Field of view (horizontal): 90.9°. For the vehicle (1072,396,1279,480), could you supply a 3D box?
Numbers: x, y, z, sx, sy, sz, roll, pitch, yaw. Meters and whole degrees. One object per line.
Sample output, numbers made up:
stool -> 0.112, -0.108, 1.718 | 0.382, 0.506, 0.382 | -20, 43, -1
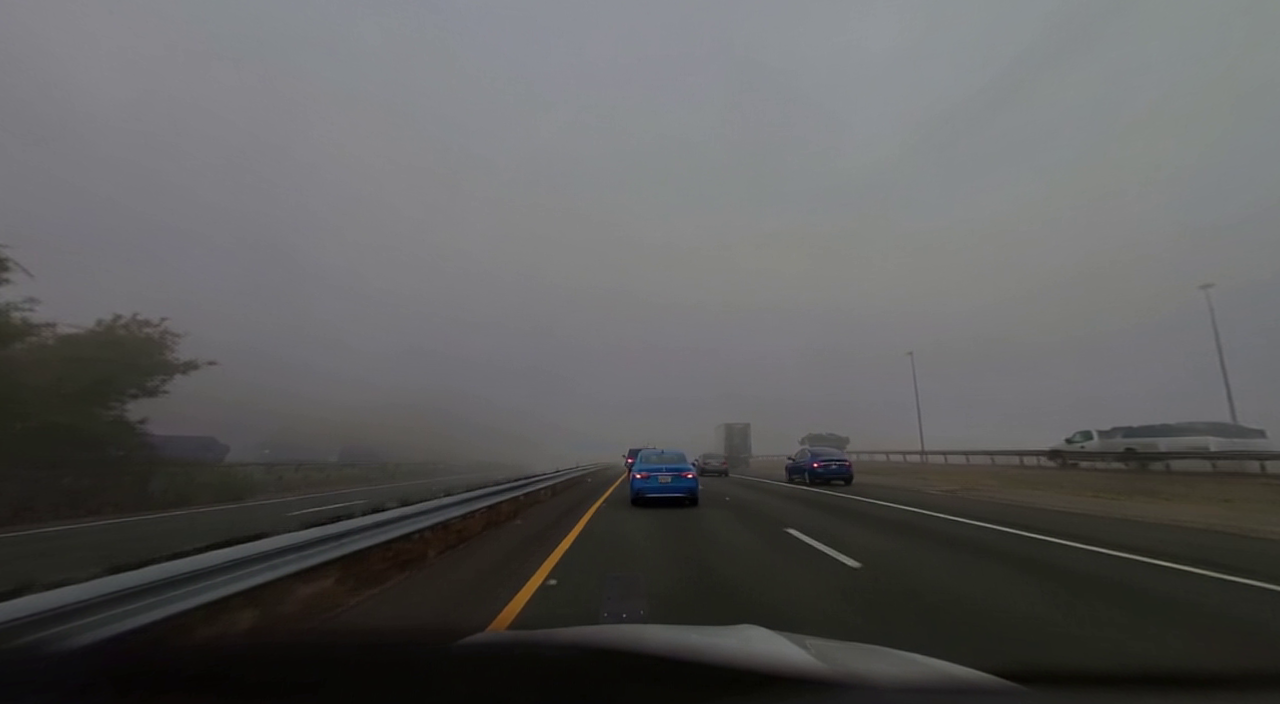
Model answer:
vehicle -> 31.741, 5.006, 35.917 | 2.822, 3.996, 14.073 | 1, -9, -7

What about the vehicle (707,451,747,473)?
vehicle -> 6.025, 7.633, 43.962 | 2.015, 1.454, 4.324 | 0, -9, -2

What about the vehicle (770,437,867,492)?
vehicle -> 6.508, 4.149, 23.577 | 2.177, 1.827, 4.565 | 0, -9, -1

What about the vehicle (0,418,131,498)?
vehicle -> -33.327, 5.931, 35.344 | 2.902, 3.981, 7.819 | -3, -8, 0

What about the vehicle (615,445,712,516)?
vehicle -> 0.484, 3.060, 15.425 | 2.076, 1.485, 3.774 | 0, -9, 0
